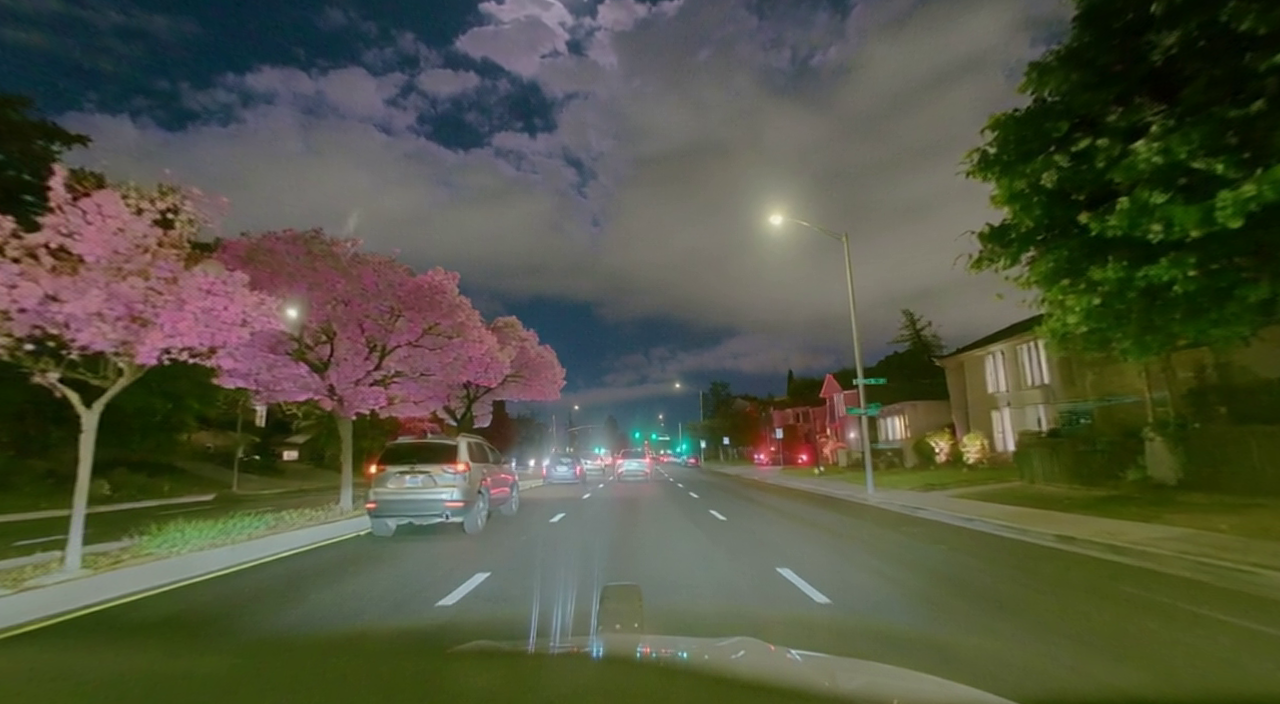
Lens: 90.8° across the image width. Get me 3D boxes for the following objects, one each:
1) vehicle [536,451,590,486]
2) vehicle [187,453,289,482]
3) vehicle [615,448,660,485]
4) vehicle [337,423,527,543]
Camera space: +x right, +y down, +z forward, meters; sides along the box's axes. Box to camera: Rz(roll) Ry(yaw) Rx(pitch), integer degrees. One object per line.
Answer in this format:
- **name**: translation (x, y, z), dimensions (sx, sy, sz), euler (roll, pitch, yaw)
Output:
- **vehicle**: translation (-3.674, 5.624, 30.807), dimensions (2.066, 1.565, 3.905), euler (0, -8, 1)
- **vehicle**: translation (-28.586, 8.213, 45.182), dimensions (5.692, 1.926, 2.274), euler (3, -9, -18)
- **vehicle**: translation (-0.118, 5.431, 30.214), dimensions (1.997, 1.636, 3.760), euler (0, -8, 0)
- **vehicle**: translation (-3.806, 2.482, 12.689), dimensions (2.161, 1.919, 4.798), euler (0, -8, 0)
